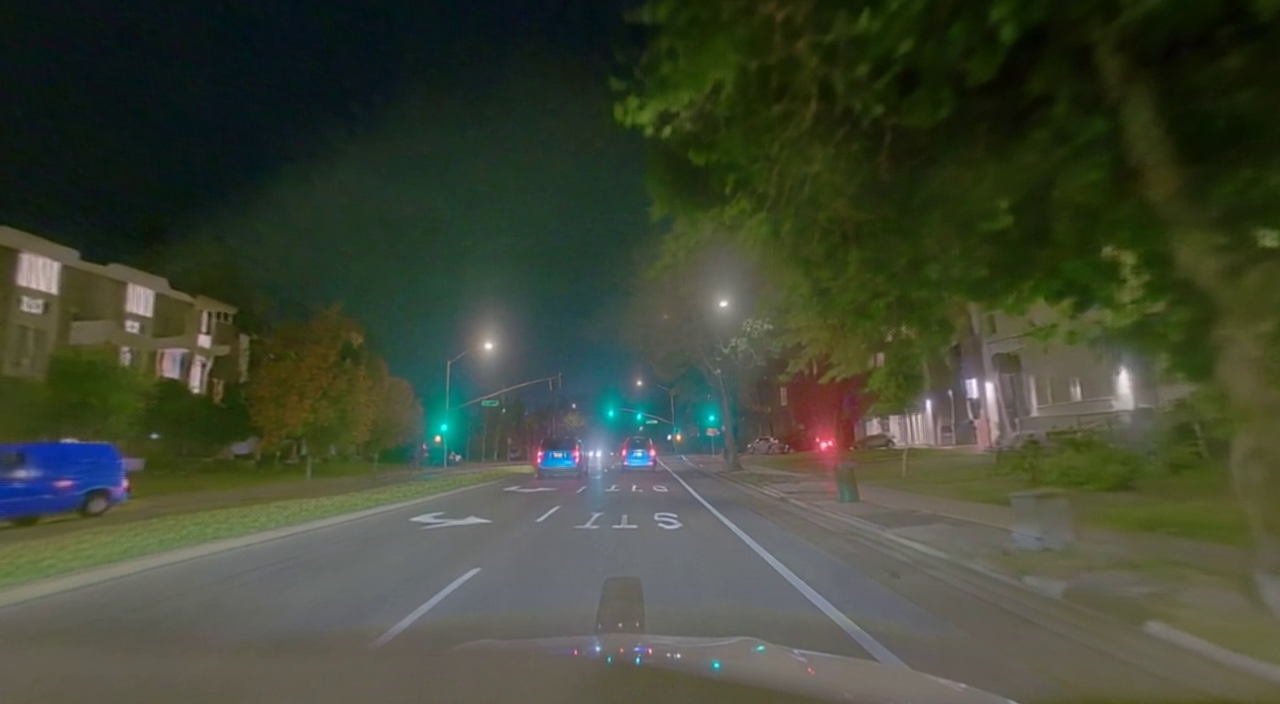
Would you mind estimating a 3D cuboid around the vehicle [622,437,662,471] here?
[{"bbox_3d":[0.055,5.668,35.315,2.088,1.735,4.801,0,-8,-1],"label":"vehicle"}]

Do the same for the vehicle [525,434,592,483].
[{"bbox_3d":[-3.121,4.185,25.133,2.097,1.755,4.336,0,-8,0],"label":"vehicle"}]

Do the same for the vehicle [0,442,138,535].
[{"bbox_3d":[-14.033,2.940,13.936,1.996,1.886,4.692,0,-8,0],"label":"vehicle"}]
